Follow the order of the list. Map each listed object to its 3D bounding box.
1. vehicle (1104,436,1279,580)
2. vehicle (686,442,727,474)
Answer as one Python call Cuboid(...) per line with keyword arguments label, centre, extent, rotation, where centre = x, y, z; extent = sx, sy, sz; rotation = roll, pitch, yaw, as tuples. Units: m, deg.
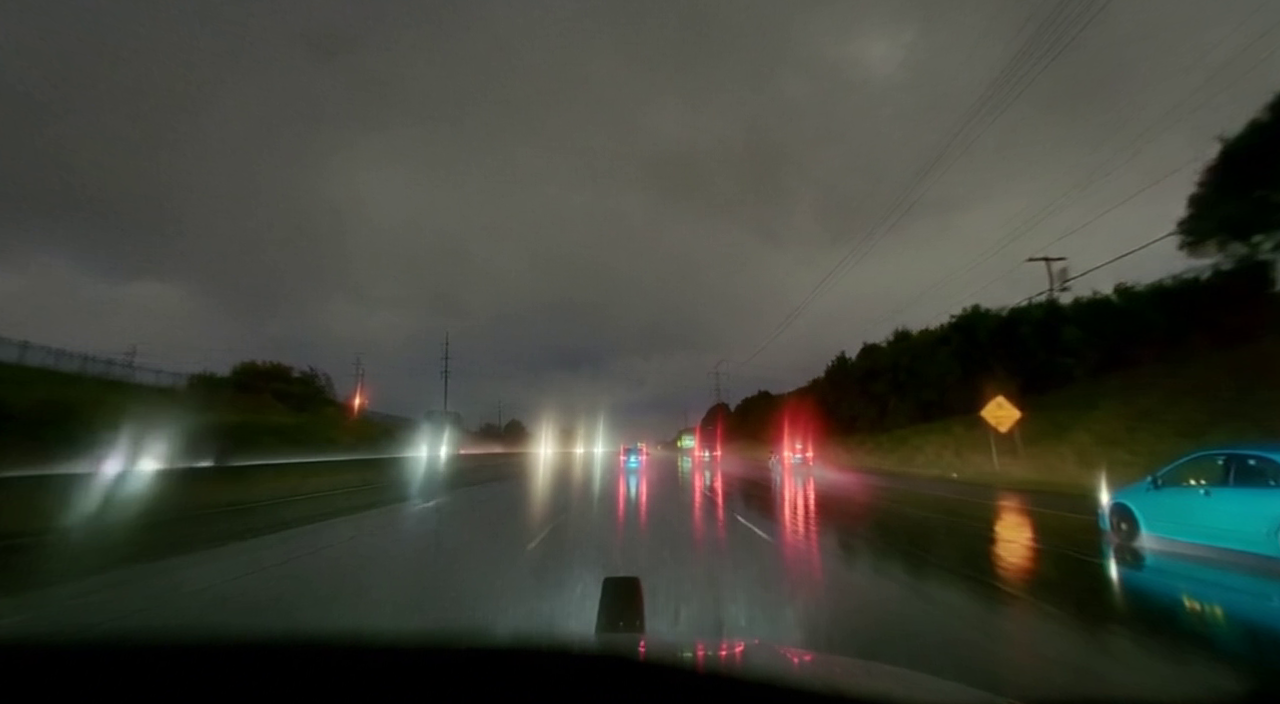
Cuboid(label="vehicle", centre=(7.963, 1.724, 6.975), extent=(1.970, 1.545, 4.818), rotation=(0, -9, 0))
Cuboid(label="vehicle", centre=(3.991, 6.468, 38.694), extent=(2.159, 1.782, 4.673), rotation=(0, -9, 2))
